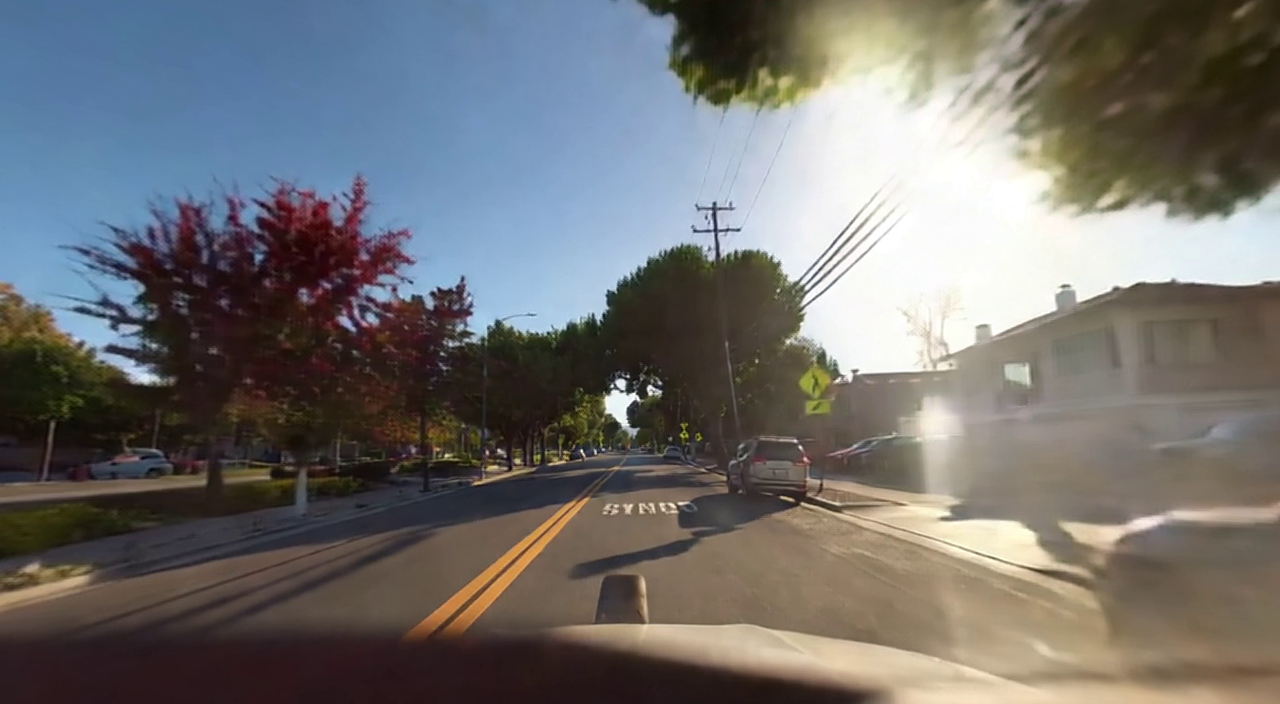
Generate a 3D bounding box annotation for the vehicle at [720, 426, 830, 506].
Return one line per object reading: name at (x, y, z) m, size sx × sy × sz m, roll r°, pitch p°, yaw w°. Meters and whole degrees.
vehicle at (3.429, 2.986, 16.934) m, size 1.949 × 1.807 × 4.224 m, roll 1°, pitch -9°, yaw -1°

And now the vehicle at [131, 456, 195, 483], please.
vehicle at (-29.083, 7.096, 38.463) m, size 4.558 × 1.495 × 1.925 m, roll -7°, pitch -11°, yaw 38°

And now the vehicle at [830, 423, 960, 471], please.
vehicle at (10.523, 3.941, 26.340) m, size 4.512 × 1.793 × 1.908 m, roll -1°, pitch -9°, yaw -2°

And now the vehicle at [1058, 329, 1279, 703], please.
vehicle at (3.500, 0.621, 1.132) m, size 2.125 × 1.772 × 4.629 m, roll 0°, pitch -9°, yaw -3°
